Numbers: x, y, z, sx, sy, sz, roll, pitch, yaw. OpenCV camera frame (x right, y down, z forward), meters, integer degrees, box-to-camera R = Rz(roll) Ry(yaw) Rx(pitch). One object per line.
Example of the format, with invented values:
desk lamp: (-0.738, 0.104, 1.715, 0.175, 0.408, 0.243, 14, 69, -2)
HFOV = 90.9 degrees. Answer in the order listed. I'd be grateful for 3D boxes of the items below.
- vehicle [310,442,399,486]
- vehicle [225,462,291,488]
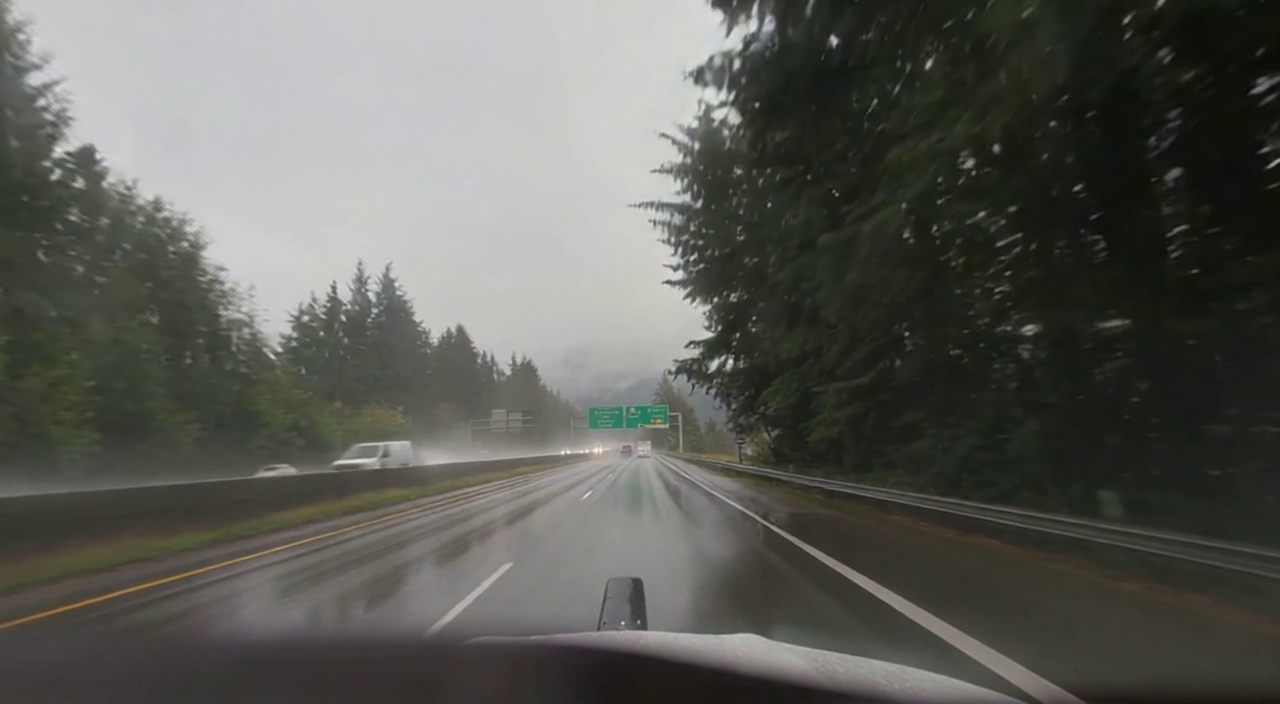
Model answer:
vehicle: (-12.471, 4.915, 27.892, 2.028, 1.766, 4.303, 0, -9, -2)
vehicle: (-24.006, 7.721, 39.795, 1.917, 1.441, 4.100, 1, -9, -6)
